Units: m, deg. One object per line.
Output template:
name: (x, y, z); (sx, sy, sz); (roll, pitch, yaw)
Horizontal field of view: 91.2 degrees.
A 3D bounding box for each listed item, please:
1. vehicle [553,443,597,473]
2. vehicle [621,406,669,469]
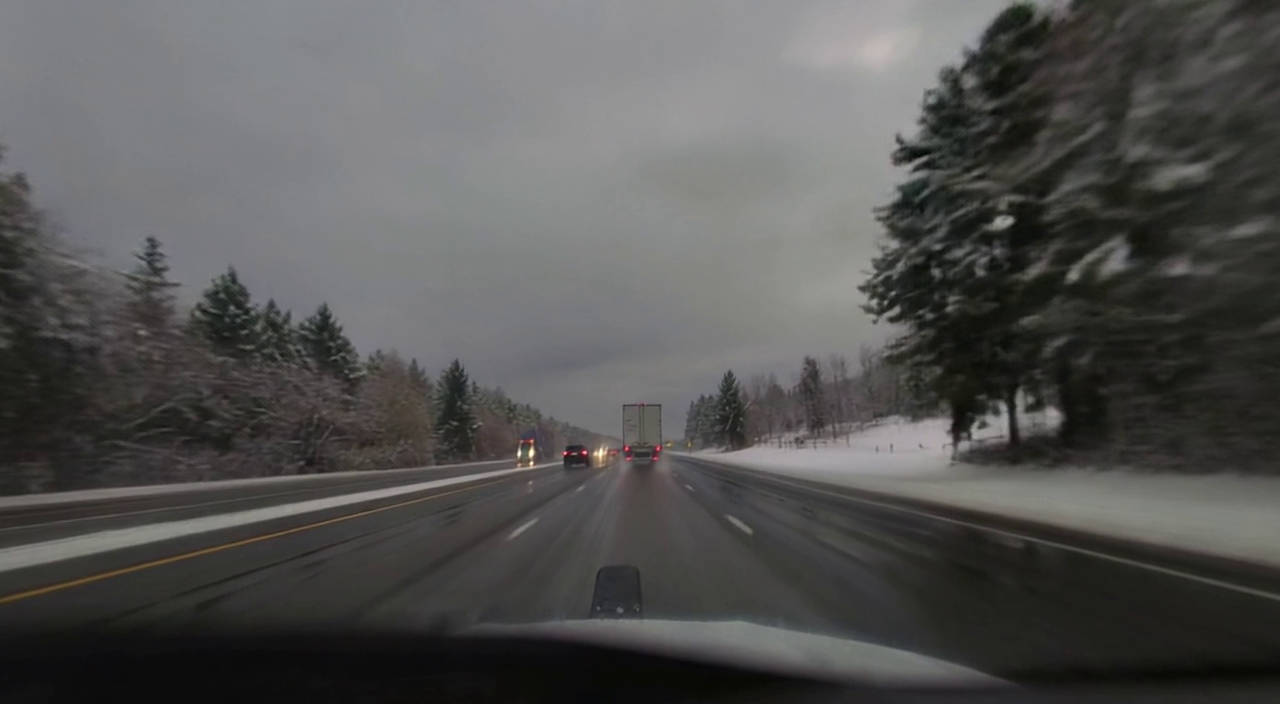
vehicle: (-3.684, 6.128, 36.354); (2.112, 1.645, 4.129); (0, -9, 0)
vehicle: (0.278, 6.402, 46.134); (3.100, 4.091, 10.664); (0, -9, 0)
